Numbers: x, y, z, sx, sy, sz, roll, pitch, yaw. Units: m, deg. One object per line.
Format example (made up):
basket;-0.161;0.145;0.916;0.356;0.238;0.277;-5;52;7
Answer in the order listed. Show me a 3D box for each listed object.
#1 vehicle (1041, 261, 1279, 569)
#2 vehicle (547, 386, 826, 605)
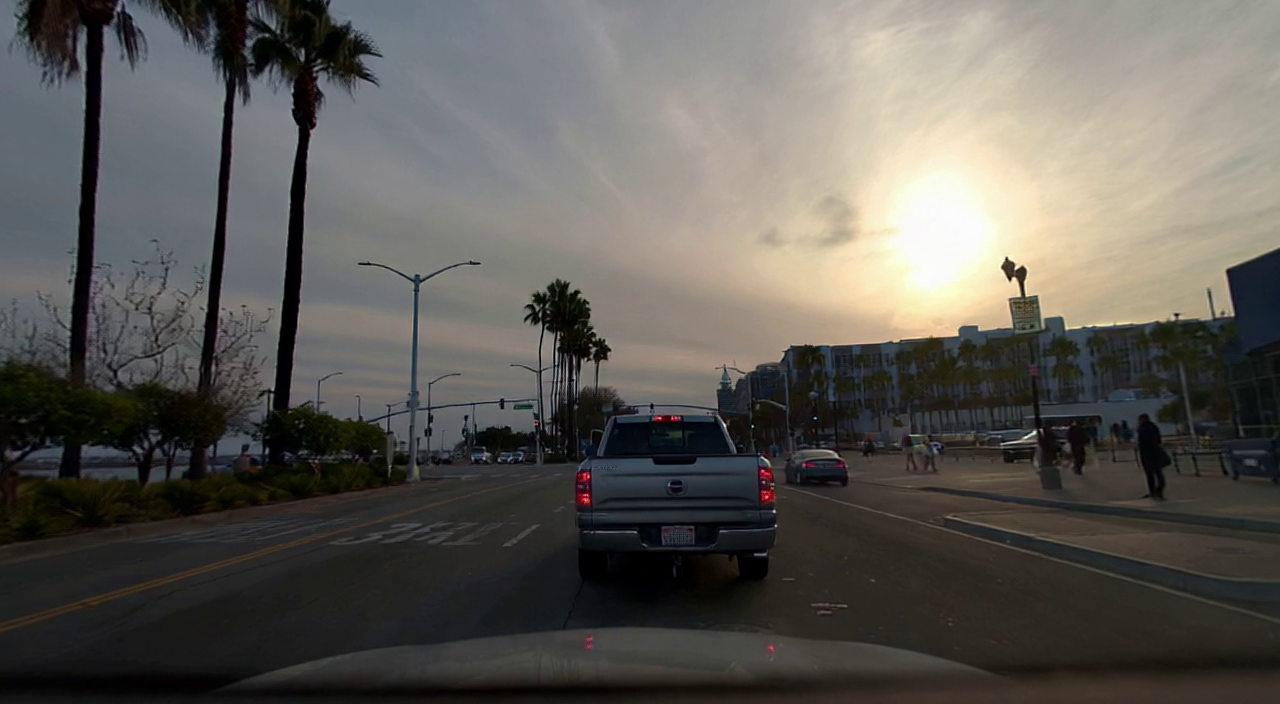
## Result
vehicle;7.922;0.884;8.588;2.666;3.345;3.622;-1;-9;8
vehicle;0.412;1.590;7.975;2.311;1.819;5.255;0;-8;1
